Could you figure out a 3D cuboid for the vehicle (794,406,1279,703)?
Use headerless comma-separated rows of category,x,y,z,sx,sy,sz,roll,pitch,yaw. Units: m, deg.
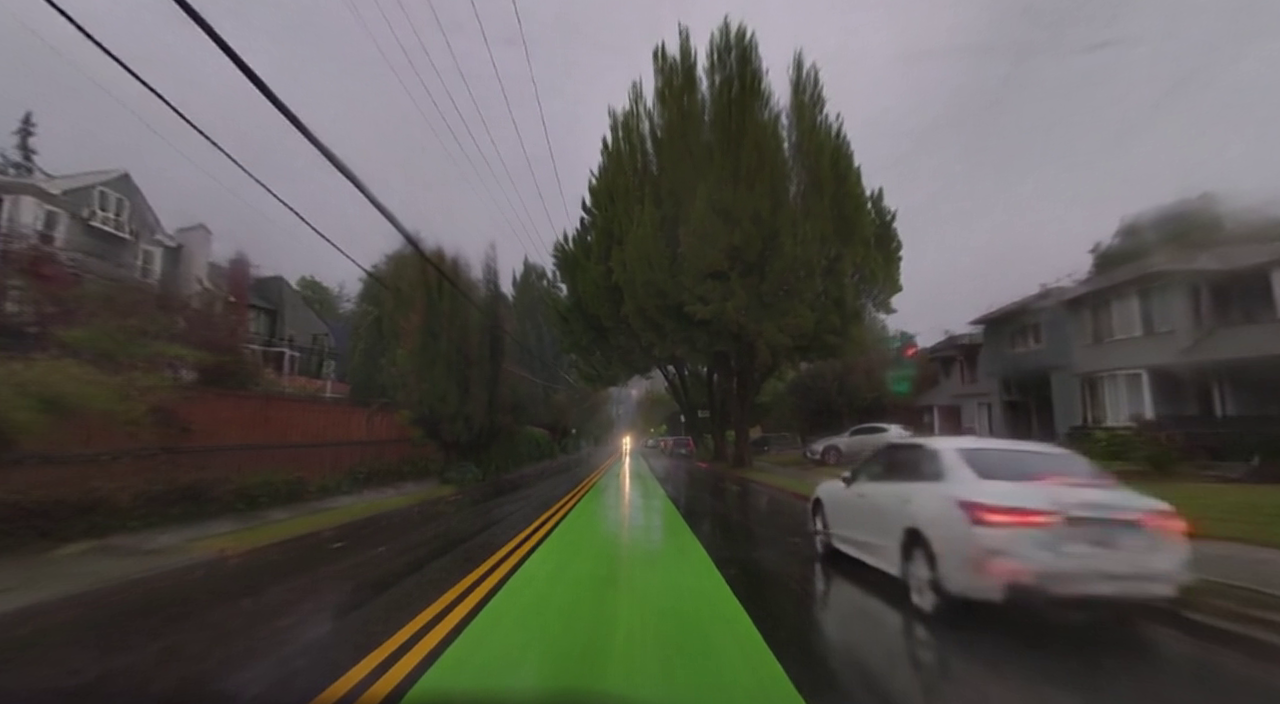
vehicle,3.056,1.442,5.609,1.989,1.545,5.423,1,-9,0

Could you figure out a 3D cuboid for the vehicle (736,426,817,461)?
vehicle,8.493,5.738,39.613,4.418,1.648,2.017,-6,-9,-1

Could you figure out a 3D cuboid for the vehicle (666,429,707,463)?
vehicle,3.074,6.409,43.054,2.347,2.070,5.735,1,-9,0
